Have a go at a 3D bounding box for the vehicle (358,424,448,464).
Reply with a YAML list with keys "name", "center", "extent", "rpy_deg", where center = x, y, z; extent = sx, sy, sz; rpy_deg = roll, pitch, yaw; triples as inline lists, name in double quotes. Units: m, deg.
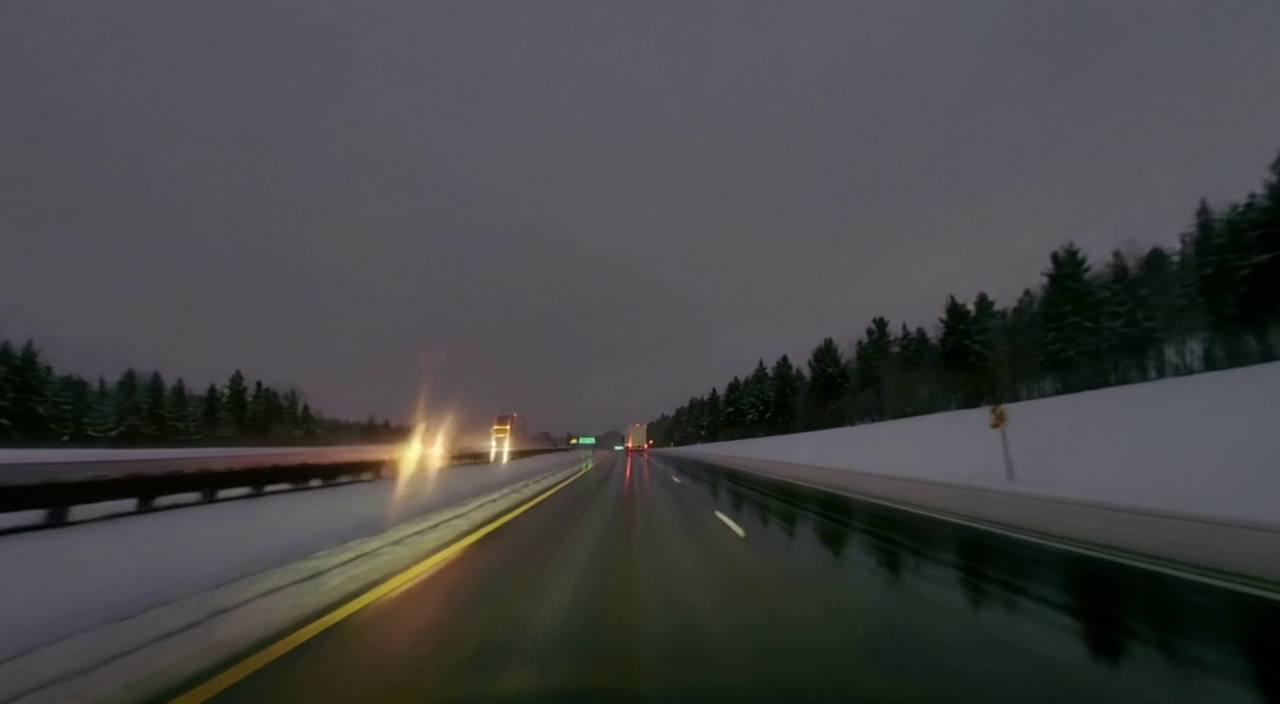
- name: "vehicle"
  center: [-10.375, 4.096, 27.919]
  extent: [2.054, 1.626, 4.802]
  rpy_deg: [0, -9, 1]
